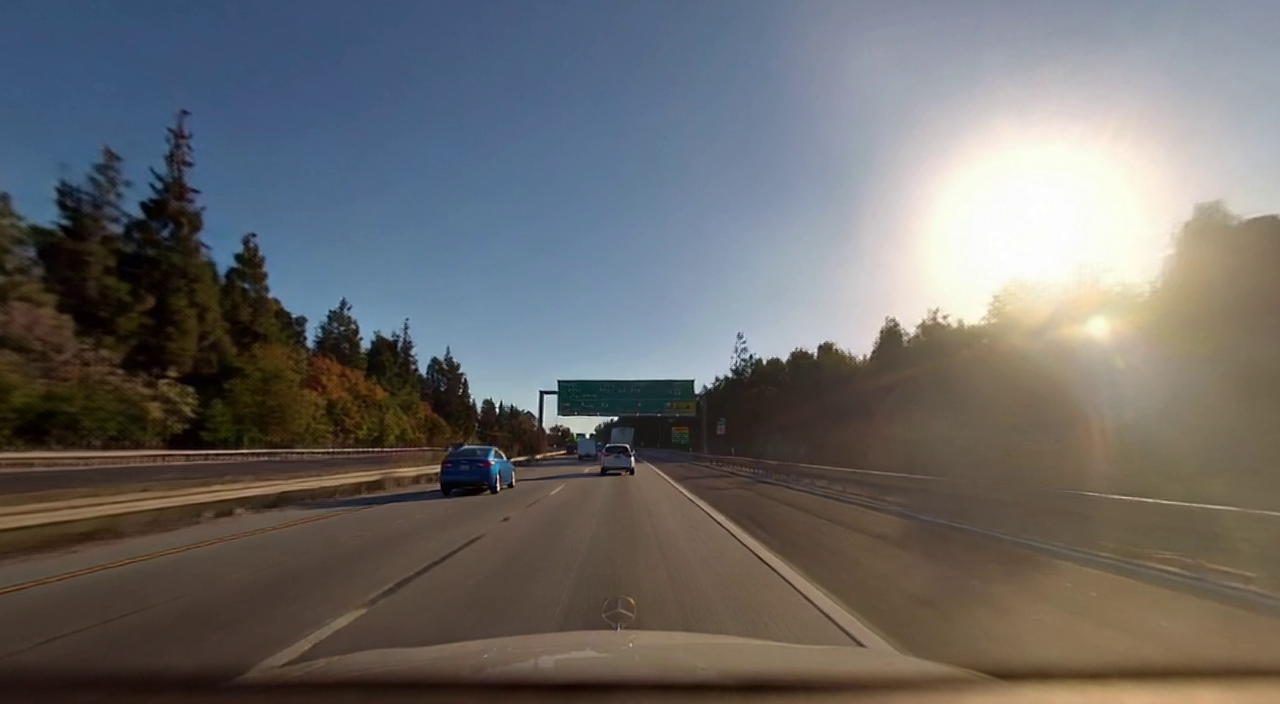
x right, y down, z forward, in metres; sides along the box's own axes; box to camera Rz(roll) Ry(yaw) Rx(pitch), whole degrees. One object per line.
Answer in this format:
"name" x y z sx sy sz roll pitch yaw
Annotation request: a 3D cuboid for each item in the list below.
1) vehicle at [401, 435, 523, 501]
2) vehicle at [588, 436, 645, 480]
"vehicle" -4.834 3.232 17.829 2.103 1.588 4.709 -1 -9 0
"vehicle" -0.984 4.453 26.522 2.220 1.711 4.056 0 -9 -2
